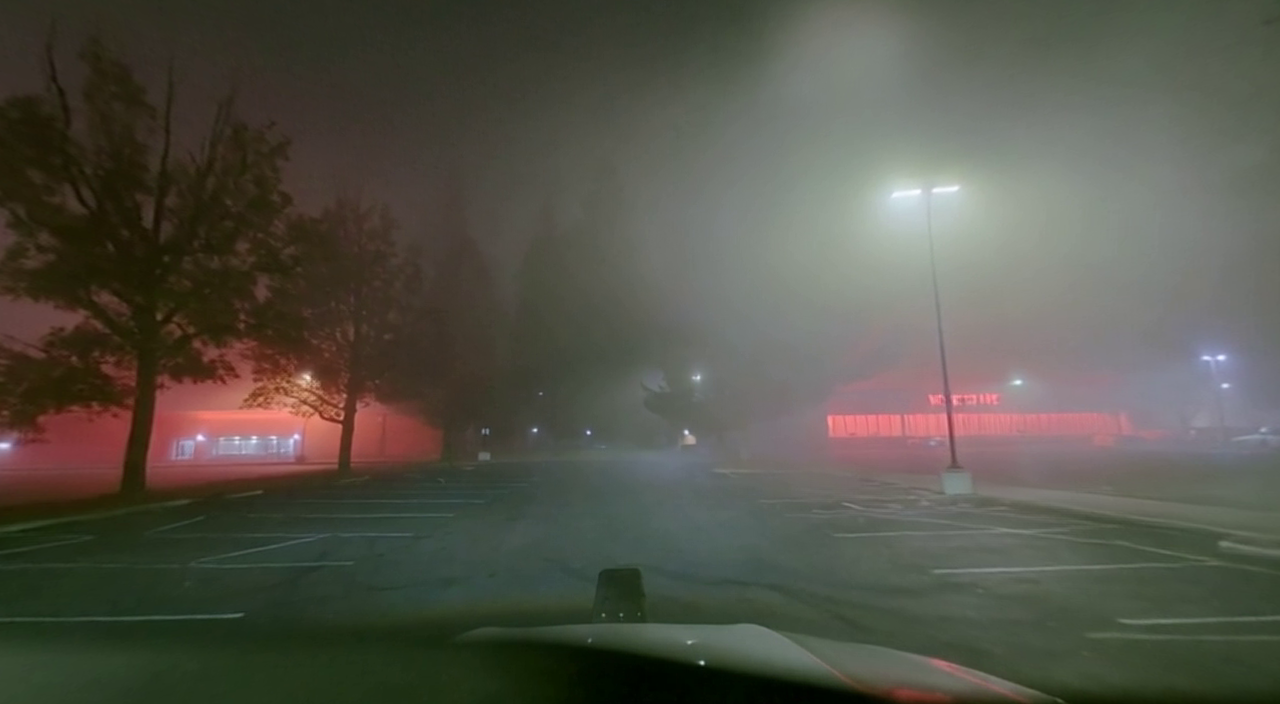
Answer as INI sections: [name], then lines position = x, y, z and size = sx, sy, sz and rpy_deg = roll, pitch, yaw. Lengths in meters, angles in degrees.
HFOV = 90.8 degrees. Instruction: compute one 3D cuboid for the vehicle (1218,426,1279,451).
[vehicle]
position = 47.591, 6.513, 47.594
size = 5.754, 1.838, 2.161
rpy_deg = 0, -8, 1
